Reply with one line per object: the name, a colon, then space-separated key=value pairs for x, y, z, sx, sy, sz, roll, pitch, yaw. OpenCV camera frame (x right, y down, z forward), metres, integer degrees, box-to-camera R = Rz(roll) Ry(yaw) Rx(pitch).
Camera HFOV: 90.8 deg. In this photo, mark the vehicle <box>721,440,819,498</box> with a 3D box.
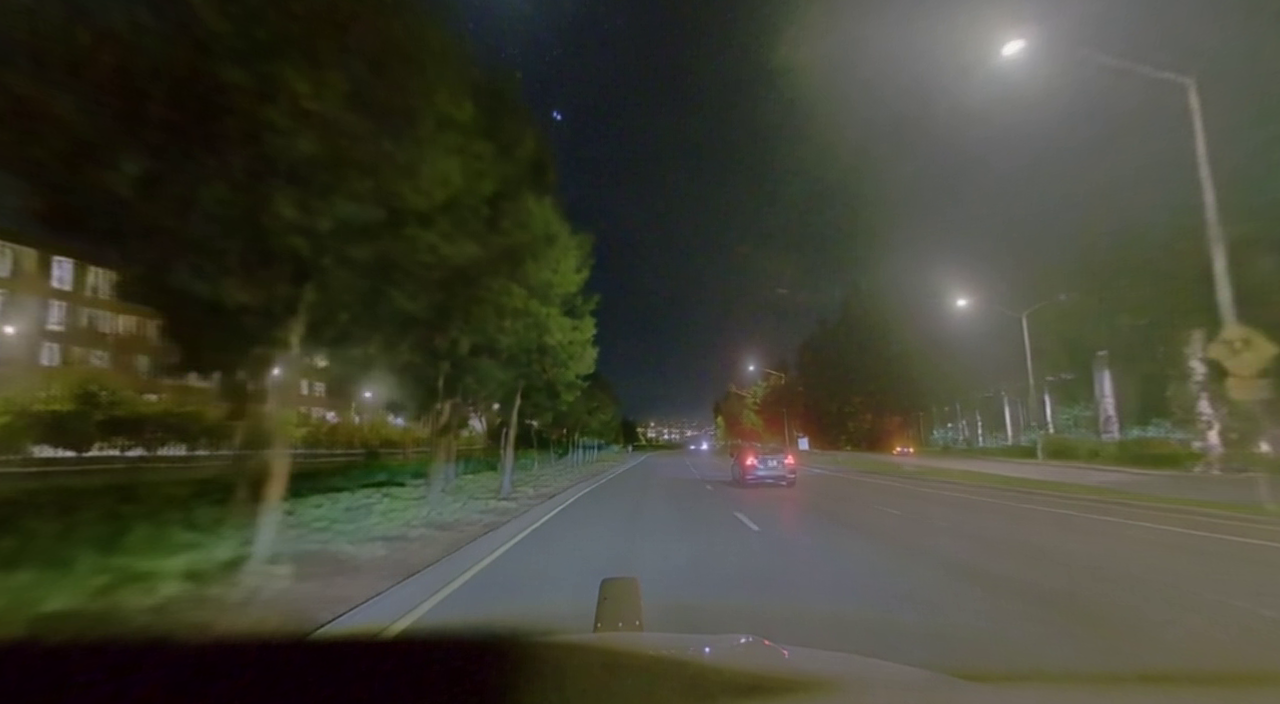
vehicle: x=3.657 y=3.365 z=18.624 sx=1.928 sy=1.481 sz=4.453 roll=0 pitch=-9 yaw=0
